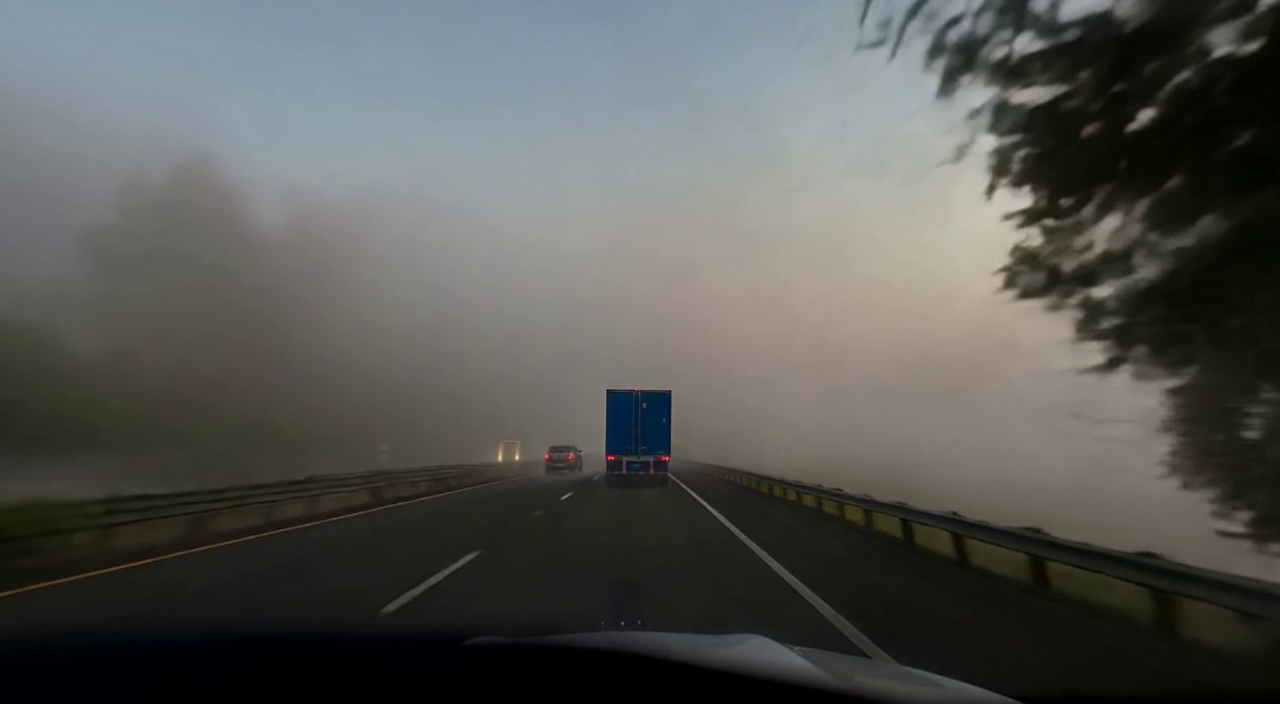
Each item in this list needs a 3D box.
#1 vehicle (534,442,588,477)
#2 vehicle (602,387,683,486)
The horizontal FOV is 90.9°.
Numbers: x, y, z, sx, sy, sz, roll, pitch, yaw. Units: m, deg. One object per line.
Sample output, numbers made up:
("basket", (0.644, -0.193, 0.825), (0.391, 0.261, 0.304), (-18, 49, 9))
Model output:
("vehicle", (-3.904, 5.418, 31.963), (2.160, 1.661, 4.388), (0, -9, 1))
("vehicle", (-0.003, 3.718, 27.141), (2.913, 3.530, 8.648), (0, -9, -1))
